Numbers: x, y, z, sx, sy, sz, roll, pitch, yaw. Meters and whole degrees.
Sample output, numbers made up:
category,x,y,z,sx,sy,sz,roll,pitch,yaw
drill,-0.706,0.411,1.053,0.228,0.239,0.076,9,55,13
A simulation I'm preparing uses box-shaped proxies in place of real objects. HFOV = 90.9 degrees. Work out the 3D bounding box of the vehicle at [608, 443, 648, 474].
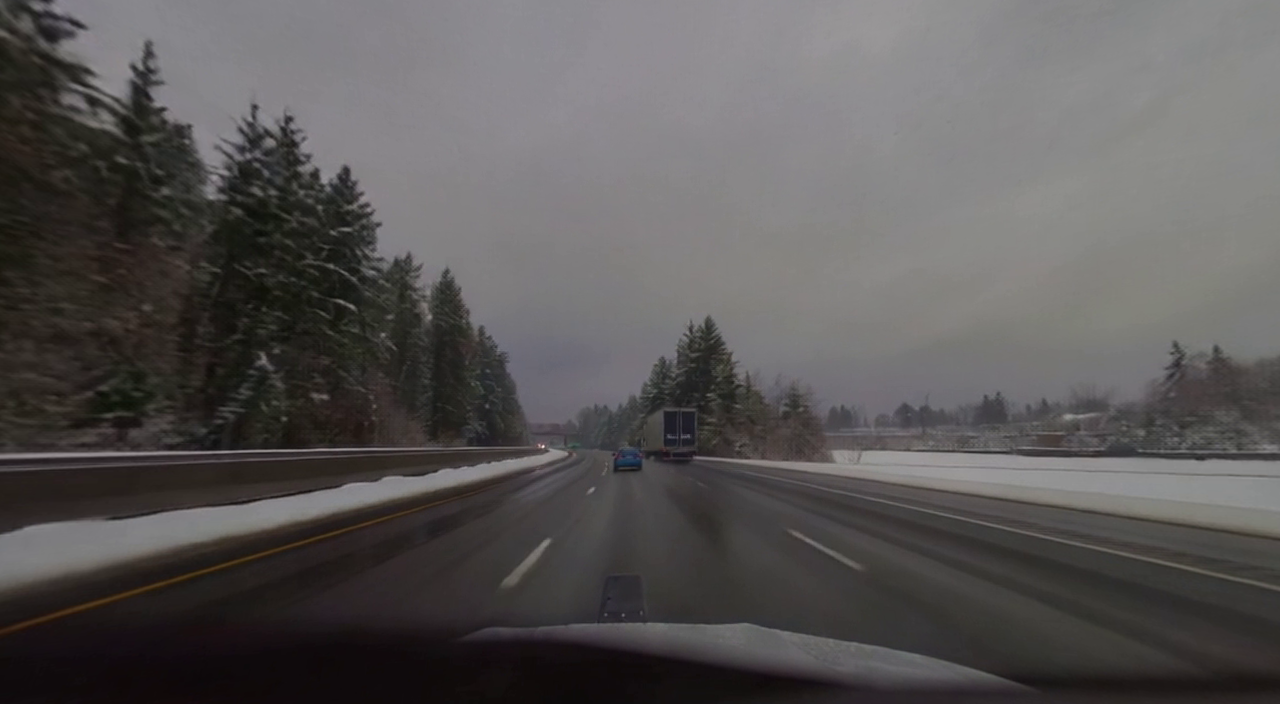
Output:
category,x,y,z,sx,sy,sz,roll,pitch,yaw
vehicle,-0.632,5.418,32.139,1.913,1.460,3.610,0,-9,-1
